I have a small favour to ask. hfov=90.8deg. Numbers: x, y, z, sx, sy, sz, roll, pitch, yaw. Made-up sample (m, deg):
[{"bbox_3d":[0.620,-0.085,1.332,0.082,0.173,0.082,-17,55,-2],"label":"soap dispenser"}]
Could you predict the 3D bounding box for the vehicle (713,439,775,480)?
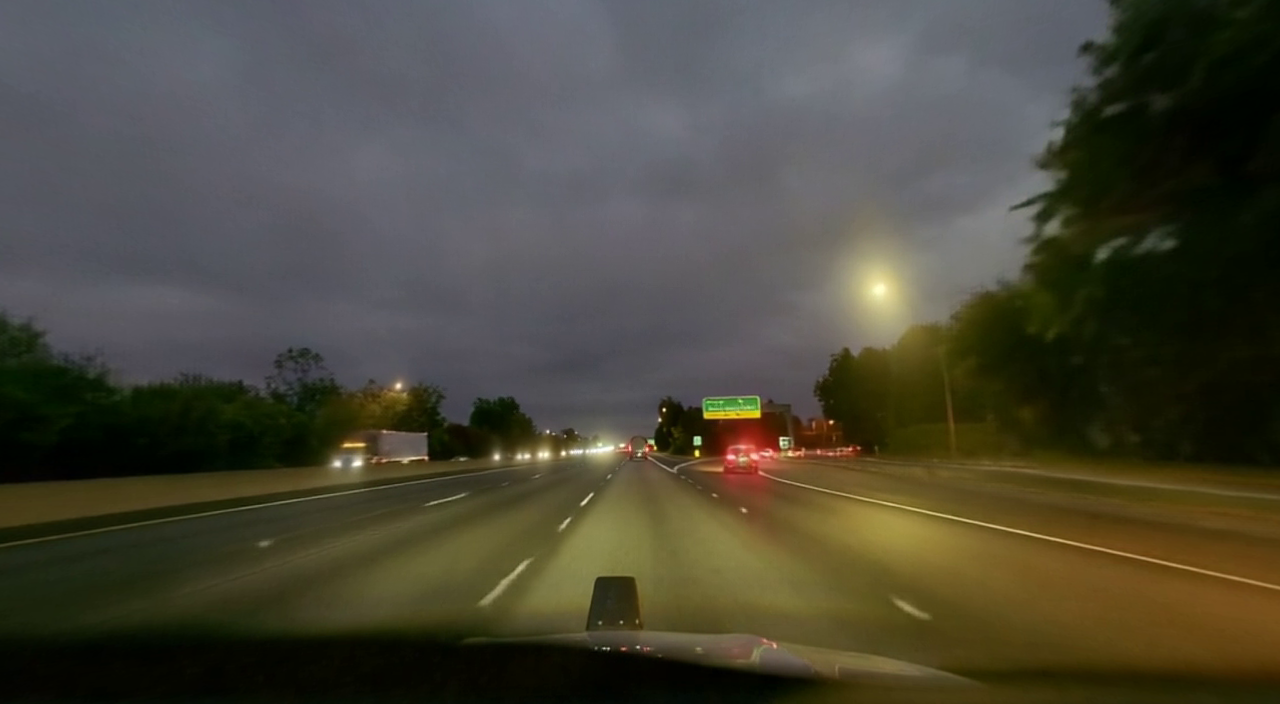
[{"bbox_3d":[4.695,4.948,29.294,2.096,1.712,4.697,0,-9,0],"label":"vehicle"}]
